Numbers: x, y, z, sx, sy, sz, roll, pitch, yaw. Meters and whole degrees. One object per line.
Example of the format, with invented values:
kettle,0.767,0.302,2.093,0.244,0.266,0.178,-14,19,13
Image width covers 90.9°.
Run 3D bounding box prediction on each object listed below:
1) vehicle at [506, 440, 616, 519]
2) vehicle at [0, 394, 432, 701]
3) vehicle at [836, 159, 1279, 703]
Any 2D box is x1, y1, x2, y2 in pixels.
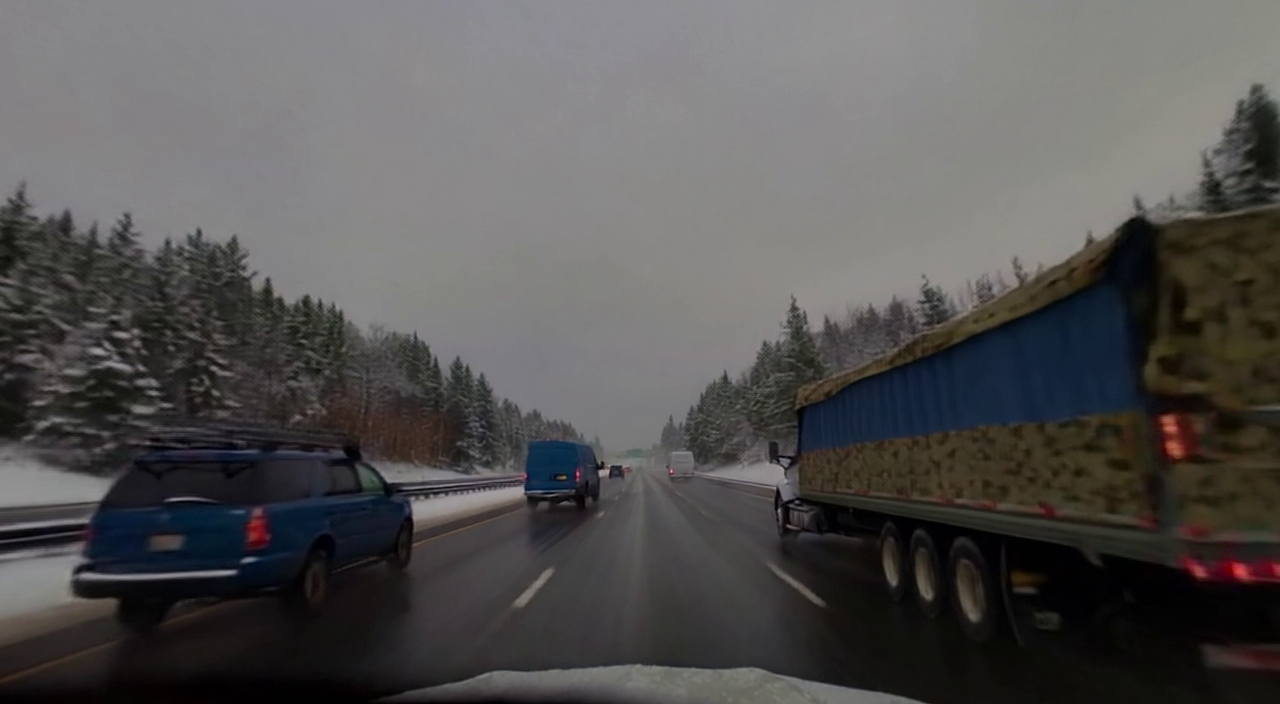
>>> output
vehicle,-2.100,3.688,18.471,2.378,1.930,5.086,0,-10,2
vehicle,-3.708,1.465,5.707,2.124,1.671,4.262,1,-10,0
vehicle,3.936,0.924,5.591,2.703,2.988,5.097,1,-10,0
